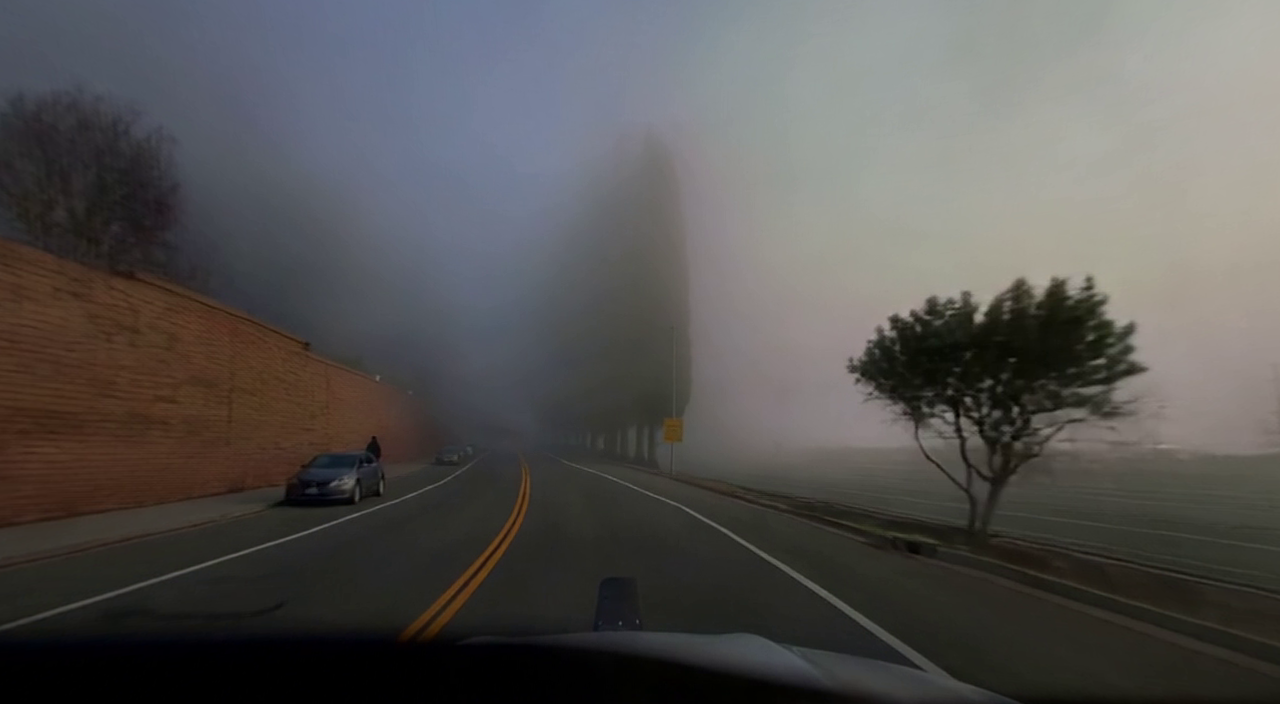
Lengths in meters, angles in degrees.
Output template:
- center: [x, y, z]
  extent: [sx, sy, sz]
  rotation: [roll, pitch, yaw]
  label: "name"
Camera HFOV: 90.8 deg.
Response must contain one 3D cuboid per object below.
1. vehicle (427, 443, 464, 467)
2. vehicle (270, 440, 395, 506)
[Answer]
- center: [-13.491, 7.128, 44.051]
  extent: [1.899, 1.485, 4.593]
  rotation: [3, -8, -11]
  label: "vehicle"
- center: [-8.171, 3.208, 17.276]
  extent: [1.877, 1.507, 4.363]
  rotation: [3, -8, -10]
  label: "vehicle"
